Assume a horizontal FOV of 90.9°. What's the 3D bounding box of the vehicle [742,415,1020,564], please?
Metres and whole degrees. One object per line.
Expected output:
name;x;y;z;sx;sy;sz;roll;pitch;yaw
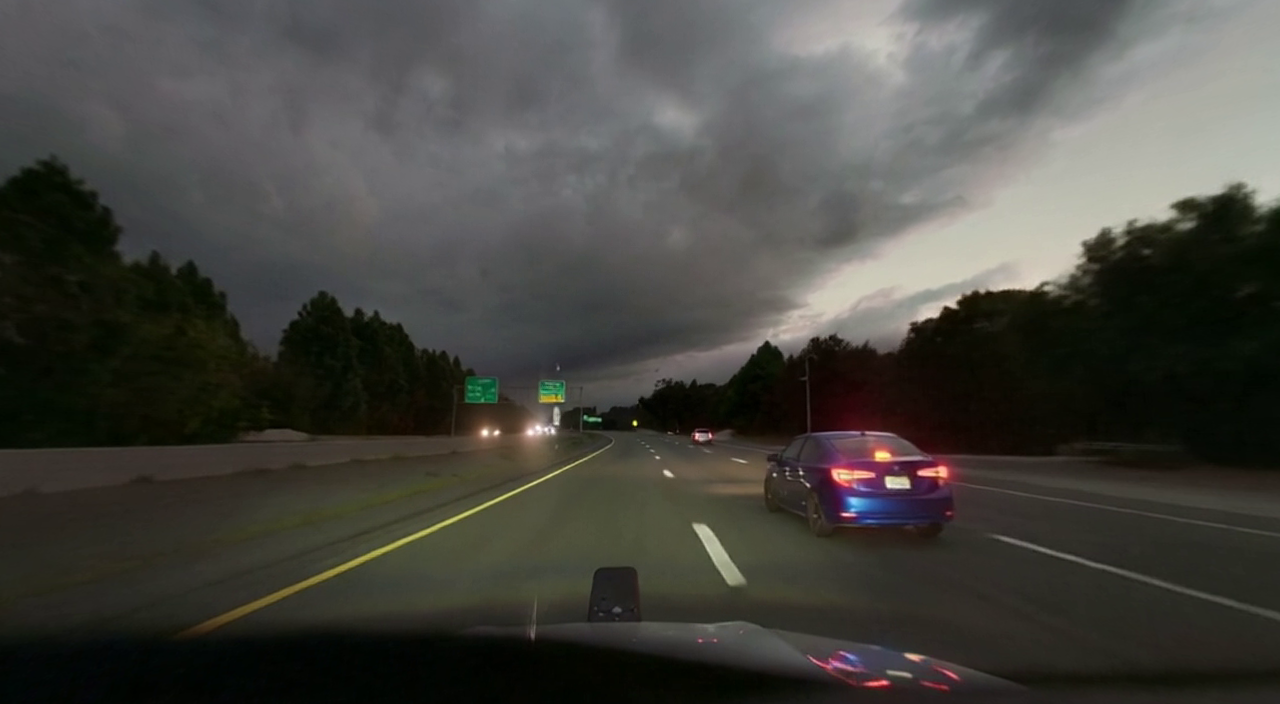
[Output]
vehicle;2.708;1.634;8.334;1.977;1.443;4.225;0;-8;-1
